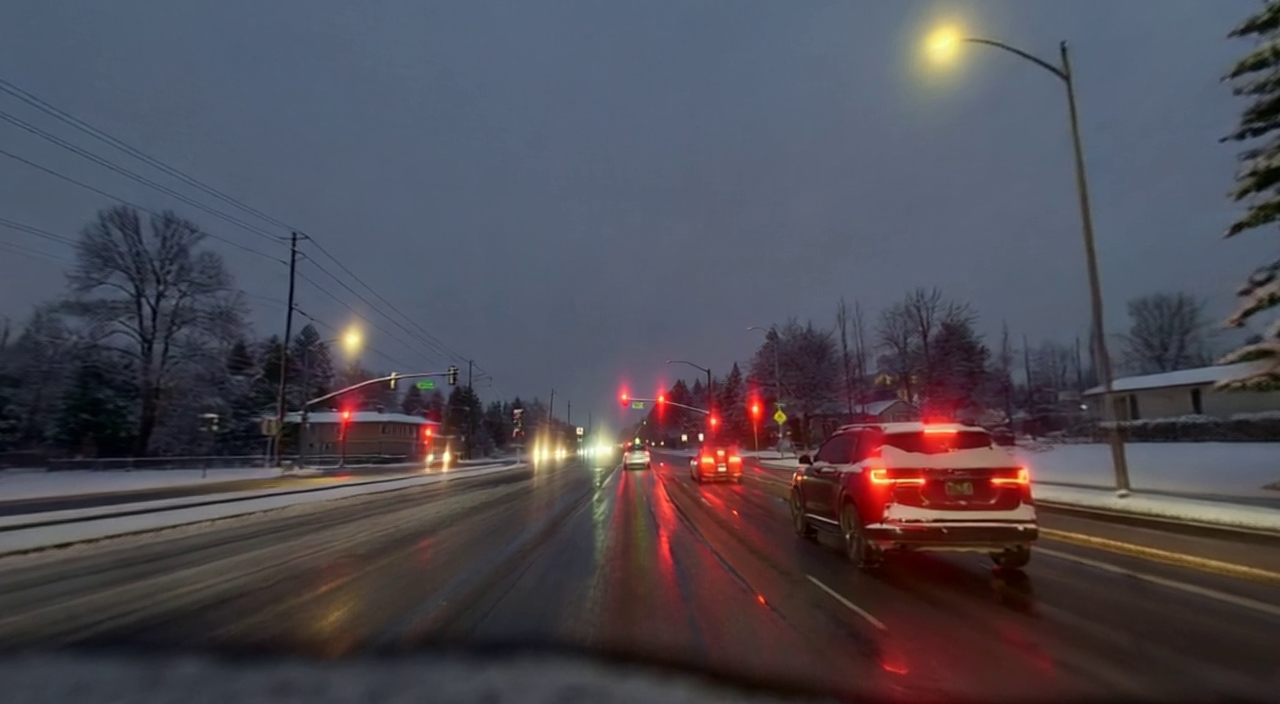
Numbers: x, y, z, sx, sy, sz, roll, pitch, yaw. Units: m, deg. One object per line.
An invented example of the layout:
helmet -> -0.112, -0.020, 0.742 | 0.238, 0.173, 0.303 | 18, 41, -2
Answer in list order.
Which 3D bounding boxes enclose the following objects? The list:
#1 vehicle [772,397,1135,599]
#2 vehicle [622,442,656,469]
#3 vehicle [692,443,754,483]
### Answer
vehicle -> 3.253, 1.631, 7.916 | 2.129, 1.761, 4.610 | 0, -9, 0
vehicle -> -0.096, 6.810, 41.563 | 2.146, 1.685, 4.003 | 0, -9, -1
vehicle -> 3.186, 4.361, 25.021 | 1.889, 1.451, 4.180 | 0, -9, 0
